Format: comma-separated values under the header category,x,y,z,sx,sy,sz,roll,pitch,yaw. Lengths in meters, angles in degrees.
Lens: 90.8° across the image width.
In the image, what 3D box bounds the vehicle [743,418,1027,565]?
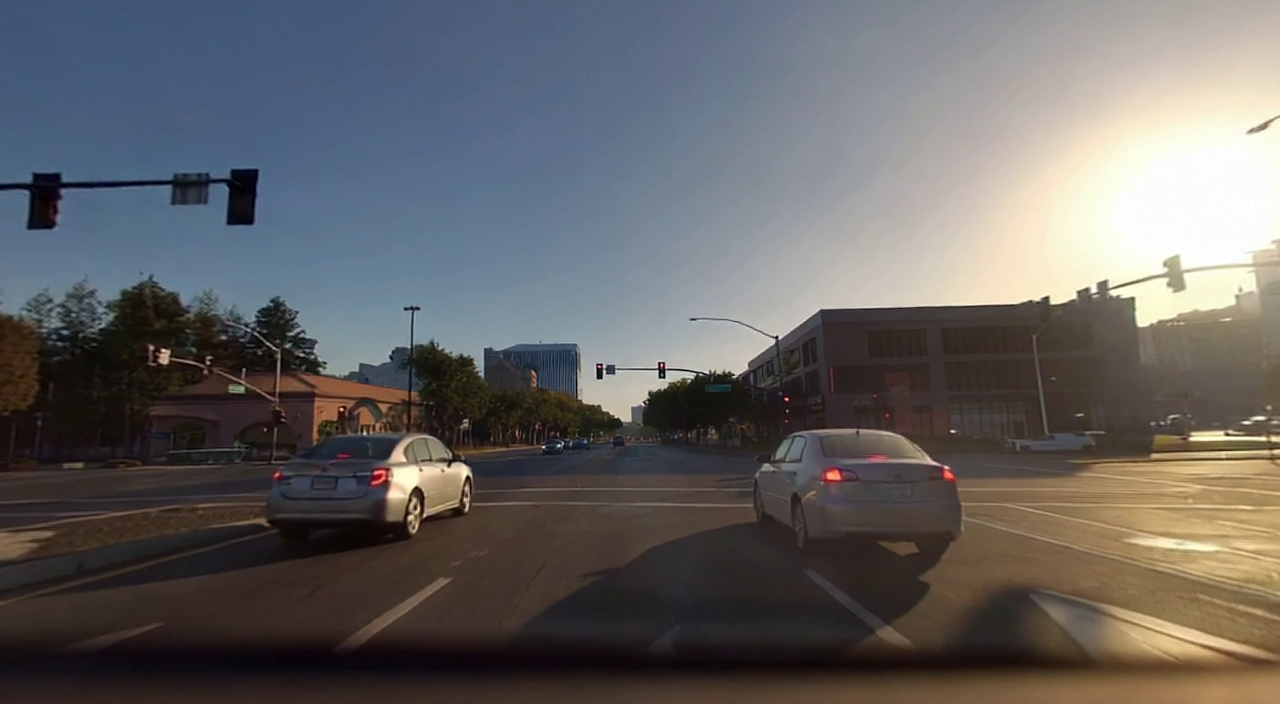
category,x,y,z,sx,sy,sz,roll,pitch,yaw
vehicle,2.950,1.804,9.025,2.130,1.524,4.722,0,-8,0

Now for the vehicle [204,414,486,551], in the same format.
category,x,y,z,sx,sy,sz,roll,pitch,yaw
vehicle,-3.898,1.806,9.454,1.973,1.526,4.533,0,-8,1
